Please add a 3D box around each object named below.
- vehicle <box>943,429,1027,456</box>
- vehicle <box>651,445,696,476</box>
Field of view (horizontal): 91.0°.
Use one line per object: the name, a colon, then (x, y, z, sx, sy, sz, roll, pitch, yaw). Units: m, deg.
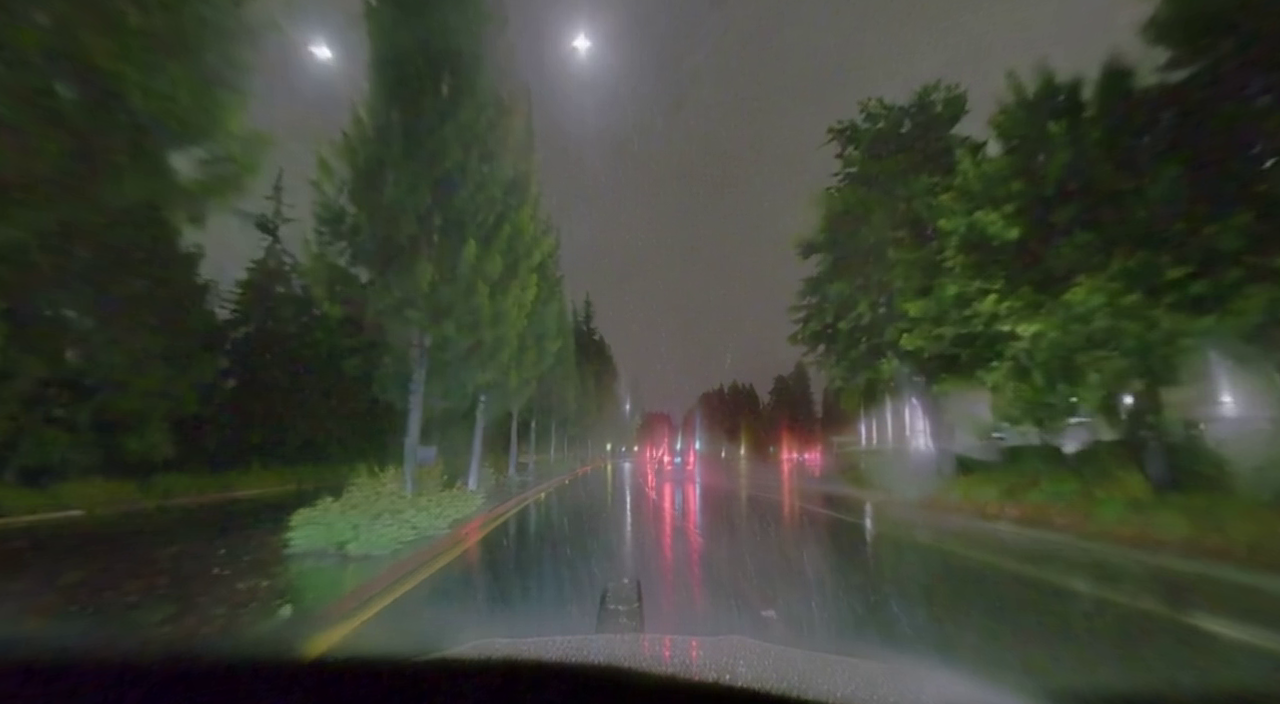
vehicle: (27.333, 7.189, 49.995, 5.465, 2.116, 2.004, 0, -9, 0)
vehicle: (1.766, 5.918, 34.528, 2.044, 1.537, 4.528, 0, -9, -2)
